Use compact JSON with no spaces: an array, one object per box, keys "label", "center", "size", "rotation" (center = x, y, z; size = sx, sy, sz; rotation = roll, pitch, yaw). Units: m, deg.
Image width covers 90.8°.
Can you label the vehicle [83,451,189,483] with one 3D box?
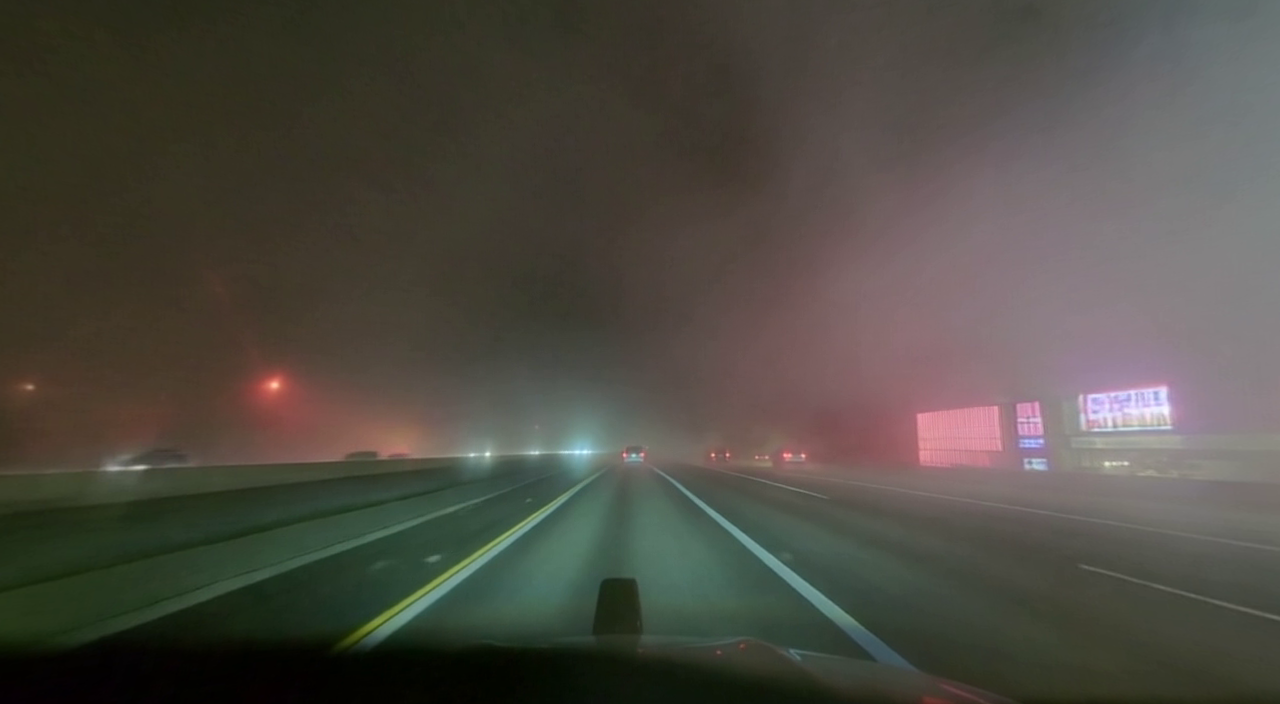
[{"label":"vehicle","center":[-26.598,6.065,33.590],"size":[1.926,1.522,4.600],"rotation":[0,-9,-2]}]

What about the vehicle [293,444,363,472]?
[{"label":"vehicle","center":[-19.332,6.551,39.364],"size":[2.004,1.635,4.865],"rotation":[0,-9,-2]}]

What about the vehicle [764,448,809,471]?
[{"label":"vehicle","center":[10.085,7.412,43.907],"size":[1.953,1.473,4.512],"rotation":[0,-9,-2]}]

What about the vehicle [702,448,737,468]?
[{"label":"vehicle","center":[6.161,8.269,49.618],"size":[1.976,1.477,4.448],"rotation":[0,-9,-2]}]
